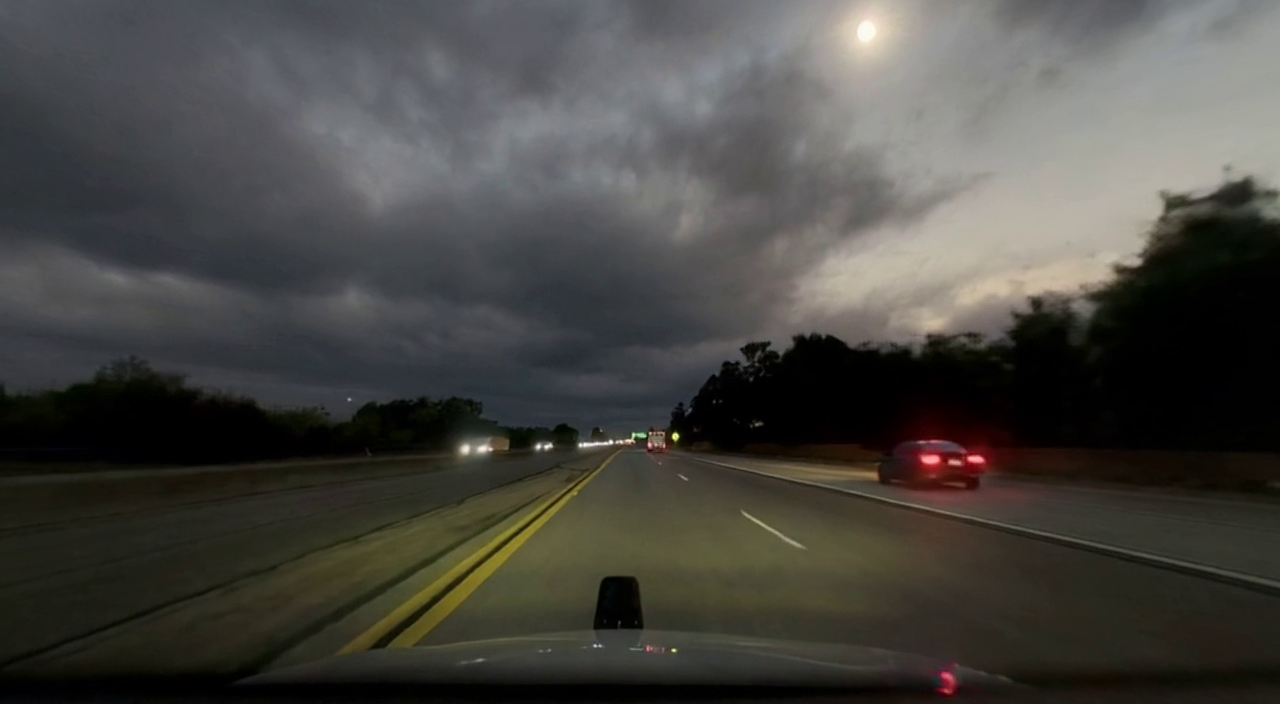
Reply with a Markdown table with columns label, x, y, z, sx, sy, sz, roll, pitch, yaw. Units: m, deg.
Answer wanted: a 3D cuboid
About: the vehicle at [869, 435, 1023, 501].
| label | x | y | z | sx | sy | sz | roll | pitch | yaw |
| --- | --- | --- | --- | --- | --- | --- | --- | --- | --- |
| vehicle | 7.624 | 2.907 | 16.169 | 1.942 | 1.462 | 3.926 | 0 | -9 | 0 |
